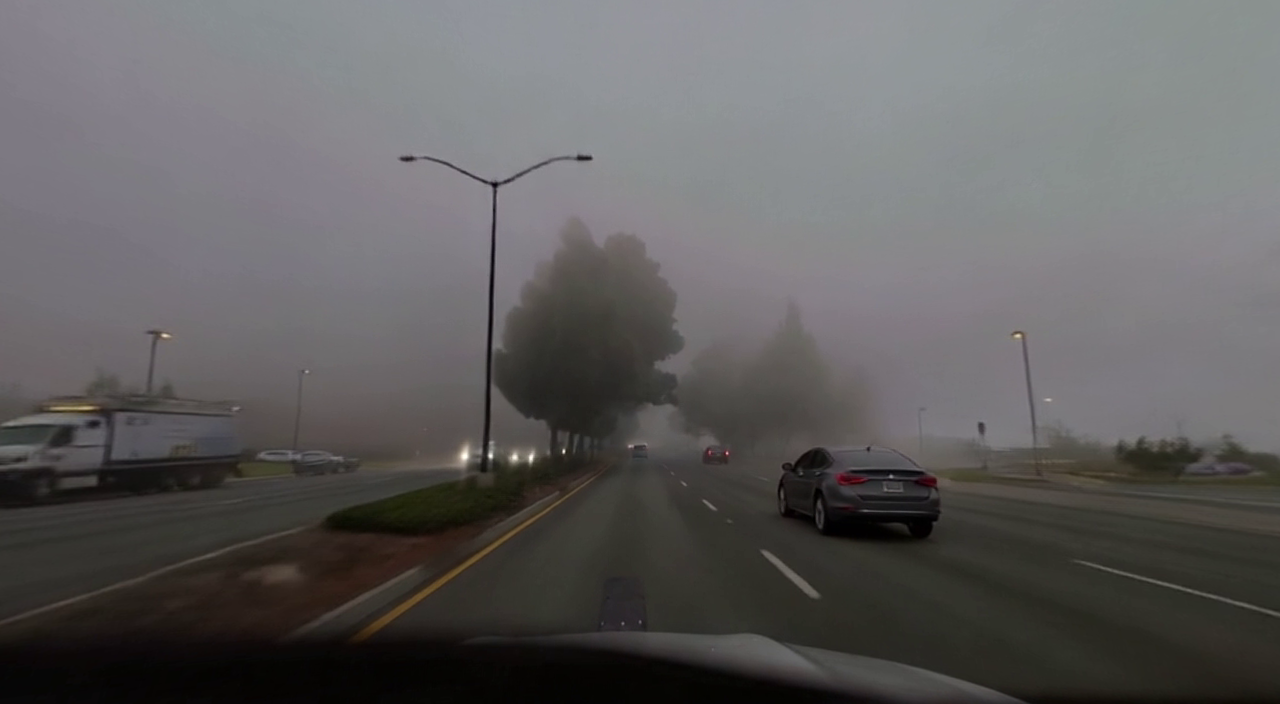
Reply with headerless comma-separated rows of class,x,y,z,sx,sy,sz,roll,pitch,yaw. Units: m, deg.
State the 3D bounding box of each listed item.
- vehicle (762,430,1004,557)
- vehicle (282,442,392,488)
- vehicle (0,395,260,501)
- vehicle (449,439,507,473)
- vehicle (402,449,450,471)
vehicle,3.335,2.022,9.733,1.935,1.501,4.384,0,-9,-1
vehicle,-11.993,4.491,25.277,2.018,1.639,4.764,0,-9,1
vehicle,-18.338,3.573,22.892,3.043,2.916,9.736,-4,-9,-1
vehicle,-9.092,5.885,35.692,1.953,1.753,4.843,0,-9,0
vehicle,-15.311,7.750,45.199,1.862,1.460,4.677,0,-9,-1
